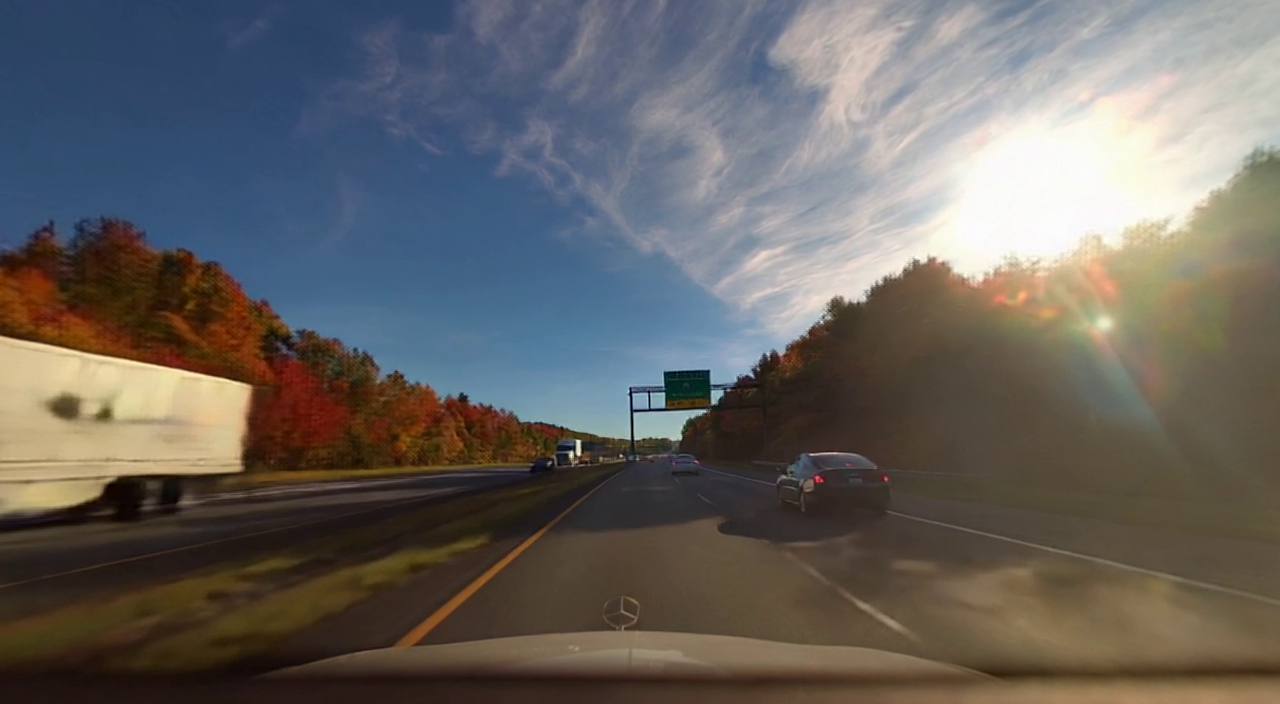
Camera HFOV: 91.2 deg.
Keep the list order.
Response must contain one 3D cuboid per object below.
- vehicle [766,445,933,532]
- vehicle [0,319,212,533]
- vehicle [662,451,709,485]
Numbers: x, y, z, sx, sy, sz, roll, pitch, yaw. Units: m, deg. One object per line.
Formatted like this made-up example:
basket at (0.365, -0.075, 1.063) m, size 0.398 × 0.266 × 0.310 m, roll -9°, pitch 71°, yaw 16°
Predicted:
vehicle at (4.256, 2.821, 13.568) m, size 2.119 × 1.557 × 4.163 m, roll 0°, pitch -9°, yaw -1°
vehicle at (-13.669, 1.218, 10.625) m, size 2.907 × 4.035 × 14.018 m, roll 0°, pitch -9°, yaw 0°
vehicle at (2.221, 5.823, 31.765) m, size 2.070 × 1.546 × 4.648 m, roll 0°, pitch -9°, yaw 1°
